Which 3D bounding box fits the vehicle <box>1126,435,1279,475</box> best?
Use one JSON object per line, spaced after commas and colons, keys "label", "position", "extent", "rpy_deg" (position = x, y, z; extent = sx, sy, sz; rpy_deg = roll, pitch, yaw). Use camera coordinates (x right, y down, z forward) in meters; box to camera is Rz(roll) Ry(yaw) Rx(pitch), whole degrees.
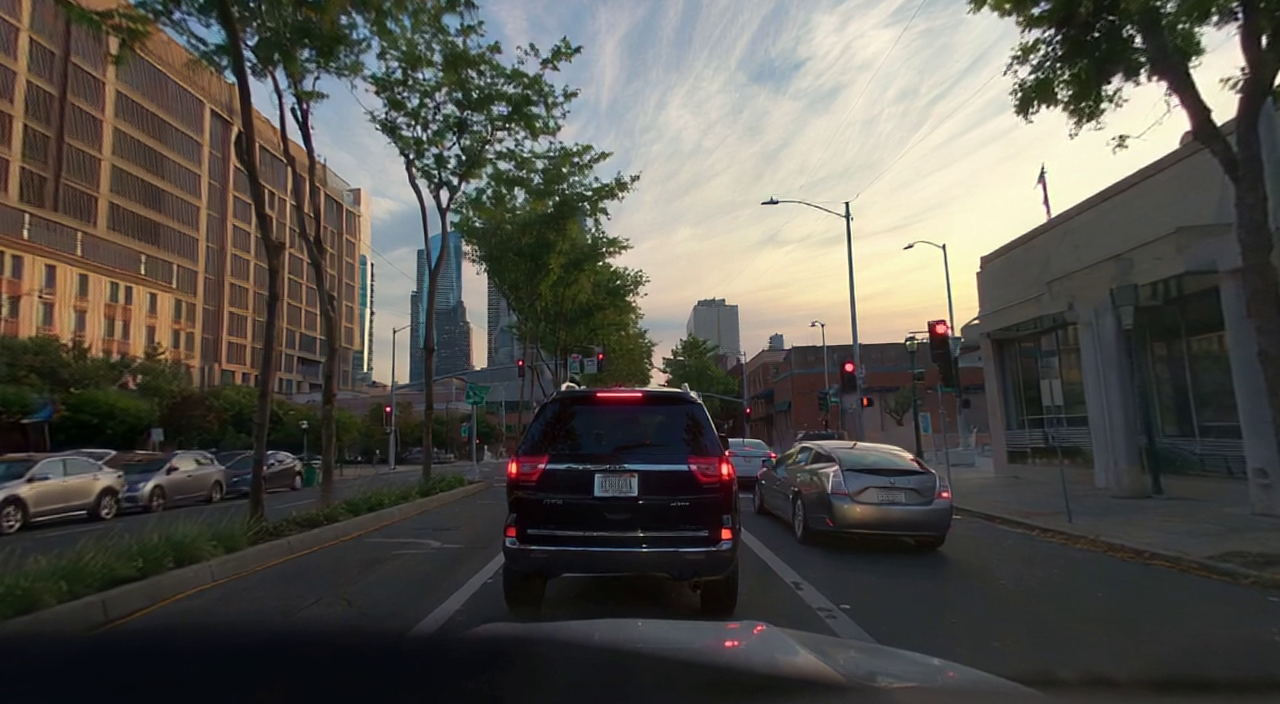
{"label": "vehicle", "position": [22.163, 4.050, 24.964], "extent": [4.055, 1.469, 1.848], "rpy_deg": [-4, -9, 26]}

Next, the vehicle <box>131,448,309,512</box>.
{"label": "vehicle", "position": [-12.465, 3.778, 19.124], "extent": [2.207, 1.648, 4.675], "rpy_deg": [0, -8, -1]}

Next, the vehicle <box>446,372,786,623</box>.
{"label": "vehicle", "position": [-0.164, 1.362, 6.781], "extent": [2.453, 1.816, 4.300], "rpy_deg": [0, -8, 0]}

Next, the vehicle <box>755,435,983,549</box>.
{"label": "vehicle", "position": [3.293, 2.084, 10.079], "extent": [2.056, 1.422, 4.130], "rpy_deg": [0, -8, -1]}

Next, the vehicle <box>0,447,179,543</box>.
{"label": "vehicle", "position": [-12.547, 2.909, 13.452], "extent": [1.891, 1.723, 4.360], "rpy_deg": [0, -8, 1]}
